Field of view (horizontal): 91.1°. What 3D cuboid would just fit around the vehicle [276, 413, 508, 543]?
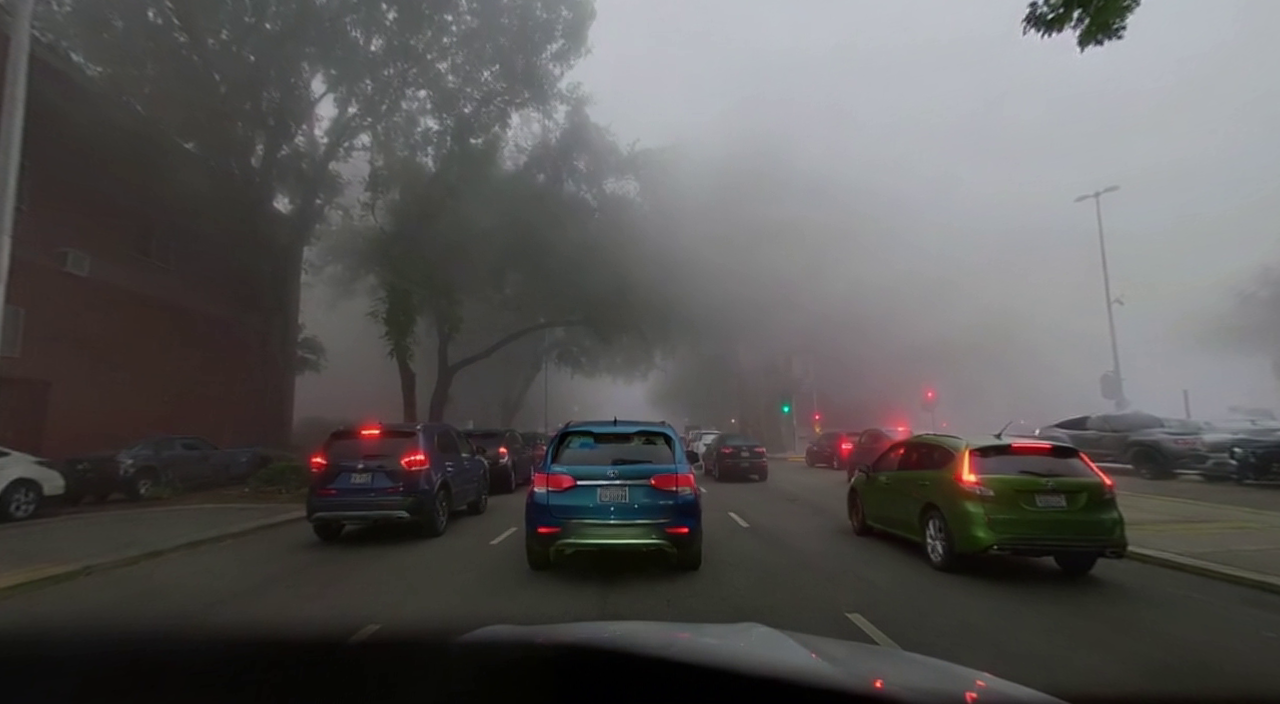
[{"bbox_3d":[-3.742,1.986,10.520,2.012,1.701,4.316,0,-8,2],"label":"vehicle"}]

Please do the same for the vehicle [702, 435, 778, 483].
[{"bbox_3d":[3.324,3.635,21.614,1.948,1.475,4.093,0,-8,0],"label":"vehicle"}]

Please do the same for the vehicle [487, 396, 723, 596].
[{"bbox_3d":[-0.243,1.533,7.498,2.022,1.700,4.084,0,-8,2],"label":"vehicle"}]

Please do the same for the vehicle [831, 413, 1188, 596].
[{"bbox_3d":[3.771,1.601,7.399,1.847,1.554,3.885,0,-8,1],"label":"vehicle"}]

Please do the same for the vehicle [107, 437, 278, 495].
[{"bbox_3d":[-15.241,3.888,21.902,1.972,1.759,5.347,0,-8,1],"label":"vehicle"}]
